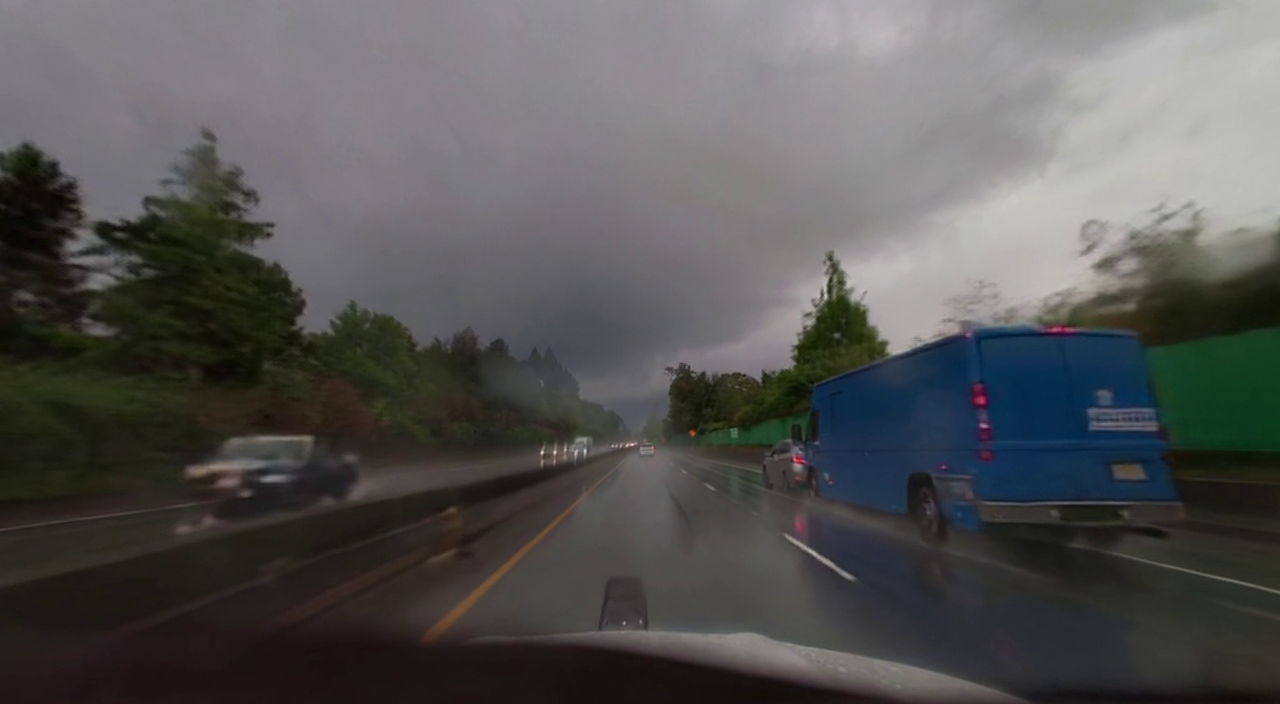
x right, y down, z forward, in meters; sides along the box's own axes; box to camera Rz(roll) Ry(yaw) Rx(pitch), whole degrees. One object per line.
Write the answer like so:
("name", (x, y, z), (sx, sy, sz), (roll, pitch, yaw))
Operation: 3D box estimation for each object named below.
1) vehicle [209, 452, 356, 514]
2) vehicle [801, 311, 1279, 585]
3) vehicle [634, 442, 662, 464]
("vehicle", (-9.909, 3.619, 17.845), (1.914, 1.495, 3.809), (0, -8, 0))
("vehicle", (4.786, 1.411, 9.658), (2.712, 2.659, 6.992), (0, -8, 0))
("vehicle", (0.569, 7.686, 47.922), (2.030, 1.572, 4.067), (0, -8, 0))
